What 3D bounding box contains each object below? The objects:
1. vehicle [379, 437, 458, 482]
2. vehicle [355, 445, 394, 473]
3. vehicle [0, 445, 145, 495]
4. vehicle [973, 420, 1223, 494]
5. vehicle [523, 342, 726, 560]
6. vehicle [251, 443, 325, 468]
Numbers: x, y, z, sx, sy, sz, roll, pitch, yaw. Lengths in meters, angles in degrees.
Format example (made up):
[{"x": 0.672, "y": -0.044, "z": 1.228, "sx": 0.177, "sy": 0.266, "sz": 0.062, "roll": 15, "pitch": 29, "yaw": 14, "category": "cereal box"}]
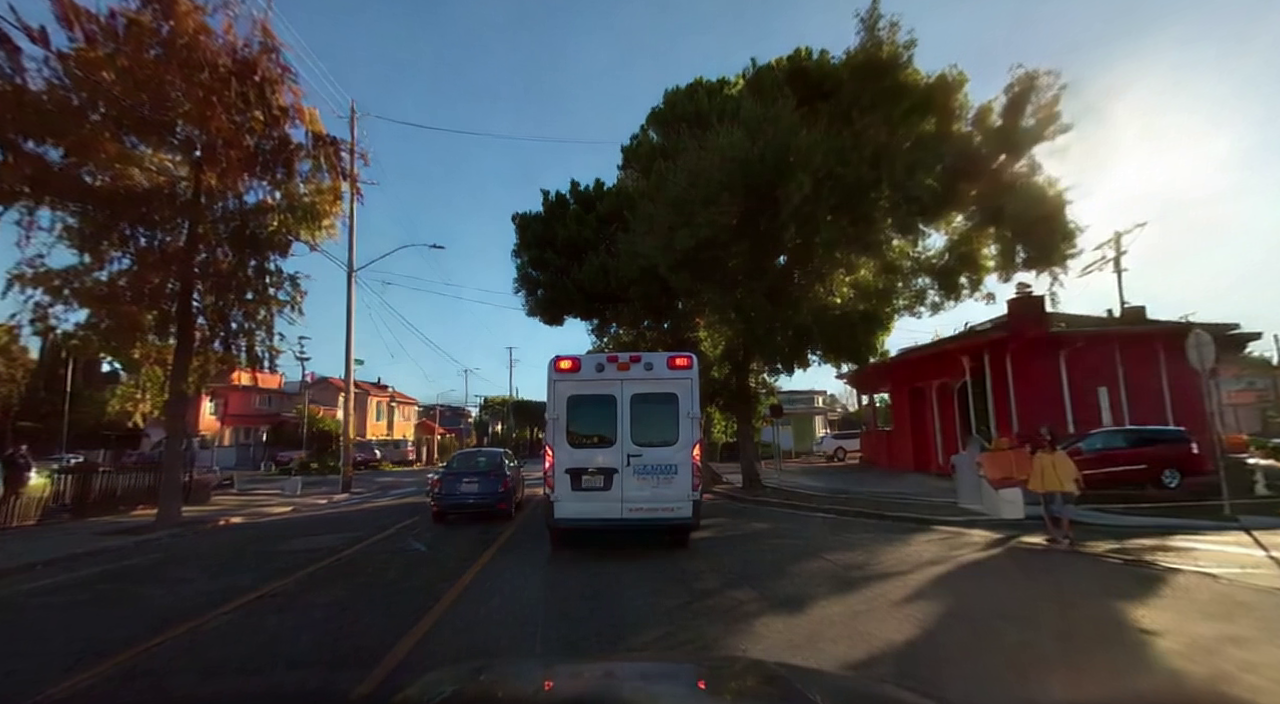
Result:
[{"x": -9.977, "y": 4.745, "z": 28.225, "sx": 2.290, "sy": 1.776, "sz": 4.947, "roll": 5, "pitch": -10, "yaw": -31, "category": "vehicle"}, {"x": -15.267, "y": 6.084, "z": 36.226, "sx": 1.855, "sy": 1.511, "sz": 4.167, "roll": 4, "pitch": -9, "yaw": -25, "category": "vehicle"}, {"x": -18.950, "y": 3.755, "z": 20.284, "sx": 4.412, "sy": 1.468, "sz": 1.914, "roll": 0, "pitch": -8, "yaw": -3, "category": "vehicle"}, {"x": 13.029, "y": 3.042, "z": 18.450, "sx": 5.270, "sy": 1.966, "sz": 2.329, "roll": -2, "pitch": -9, "yaw": 11, "category": "vehicle"}, {"x": -0.203, "y": 1.586, "z": 10.492, "sx": 2.444, "sy": 2.640, "sz": 5.482, "roll": 0, "pitch": -8, "yaw": 0, "category": "vehicle"}, {"x": -26.099, "y": 7.656, "z": 47.009, "sx": 4.616, "sy": 1.738, "sz": 1.974, "roll": 4, "pitch": -9, "yaw": -25, "category": "vehicle"}]
